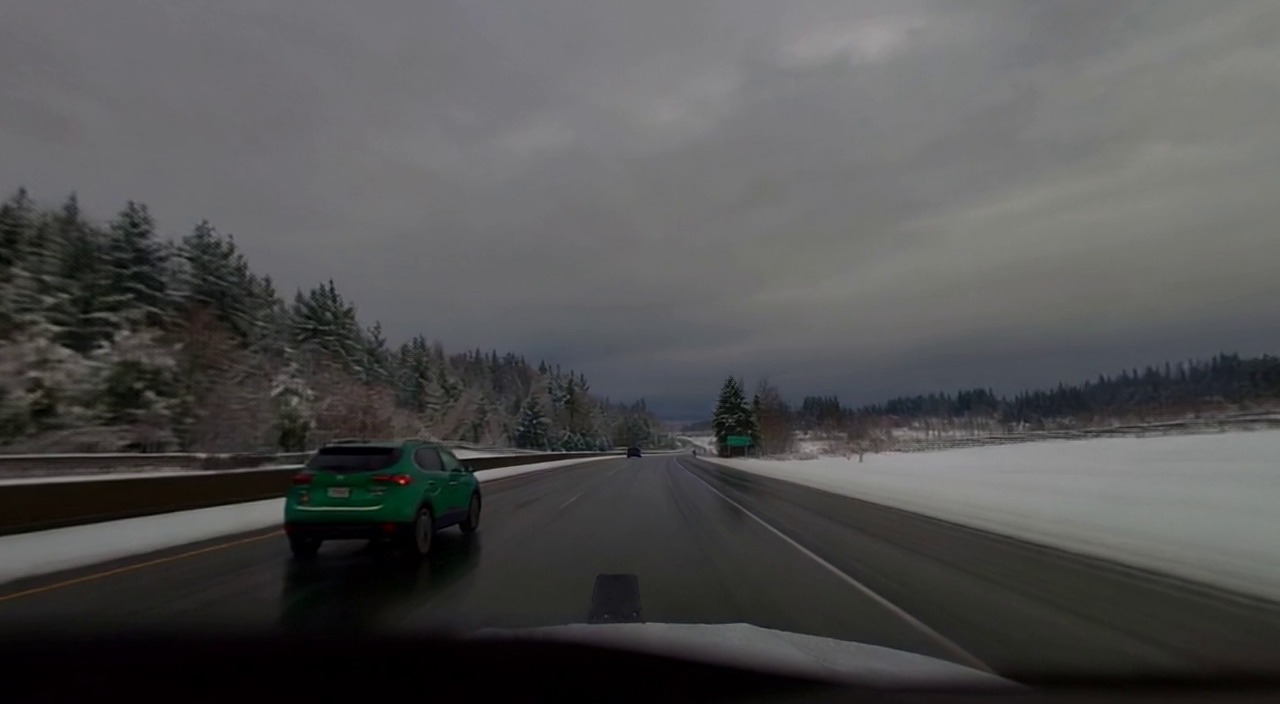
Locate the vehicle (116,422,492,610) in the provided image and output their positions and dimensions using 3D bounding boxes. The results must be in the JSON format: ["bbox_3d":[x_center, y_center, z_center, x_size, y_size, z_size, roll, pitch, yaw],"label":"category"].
[{"bbox_3d":[-3.187,1.633,7.172,1.934,1.486,4.115,0,-9,1],"label":"vehicle"}]
